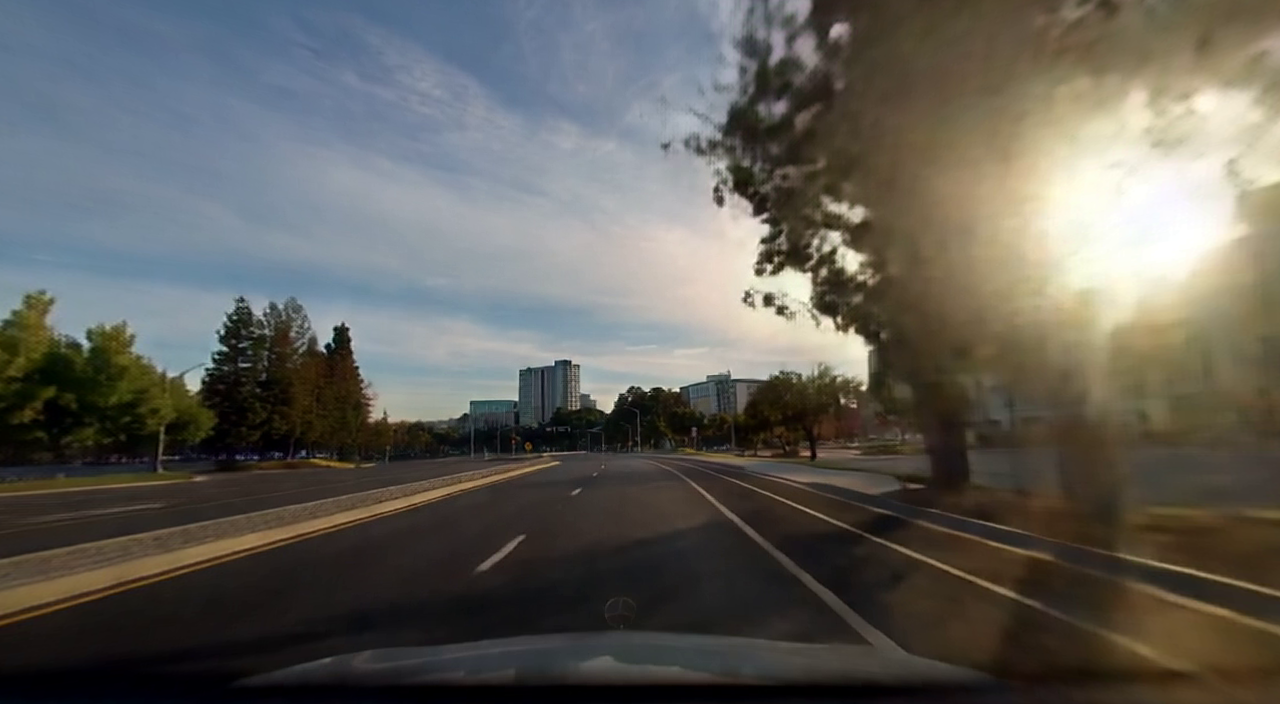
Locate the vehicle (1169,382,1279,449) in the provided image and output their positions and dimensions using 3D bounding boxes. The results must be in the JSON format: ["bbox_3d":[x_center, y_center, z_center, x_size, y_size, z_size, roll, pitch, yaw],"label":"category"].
[{"bbox_3d":[29.525,2.934,28.607,8.483,2.834,2.843,0,-8,0],"label":"vehicle"}]
